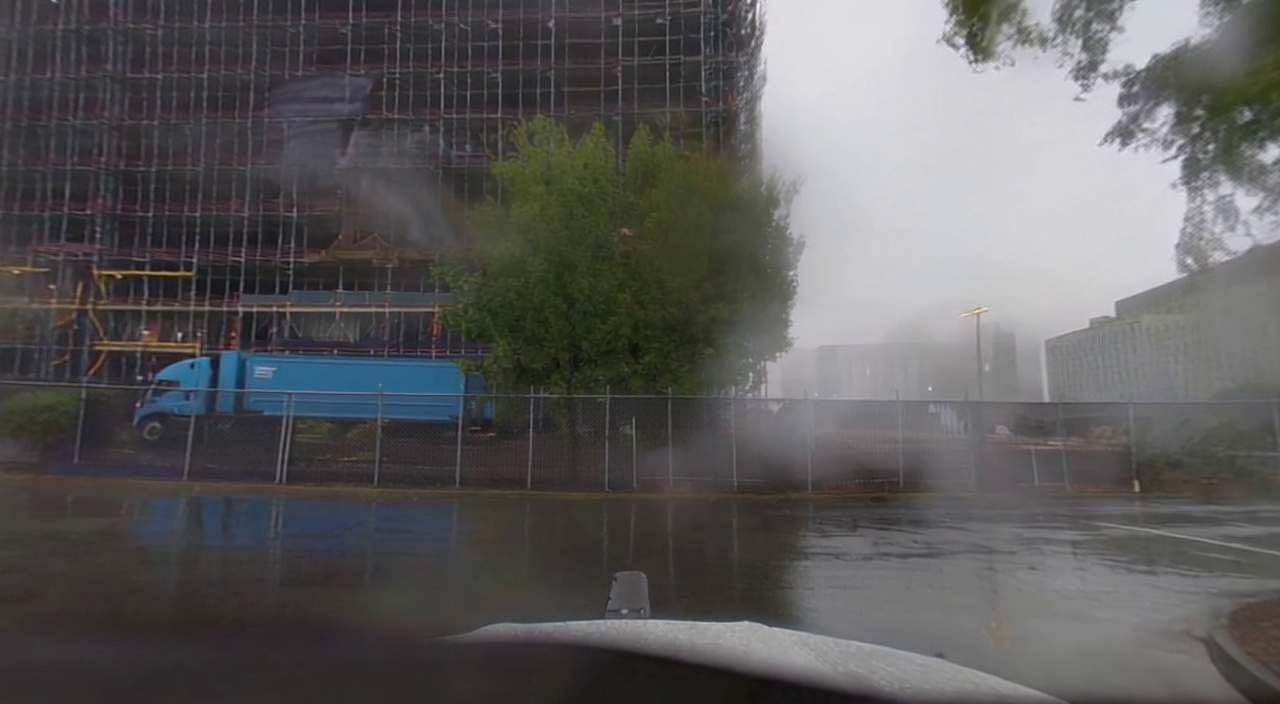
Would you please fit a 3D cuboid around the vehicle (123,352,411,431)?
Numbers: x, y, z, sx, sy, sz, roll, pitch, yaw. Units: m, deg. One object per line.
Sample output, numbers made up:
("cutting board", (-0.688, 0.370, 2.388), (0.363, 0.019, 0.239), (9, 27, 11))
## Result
("vehicle", (-21.205, 2.497, 37.041), (14.067, 4.099, 2.832), (2, -8, -13))
